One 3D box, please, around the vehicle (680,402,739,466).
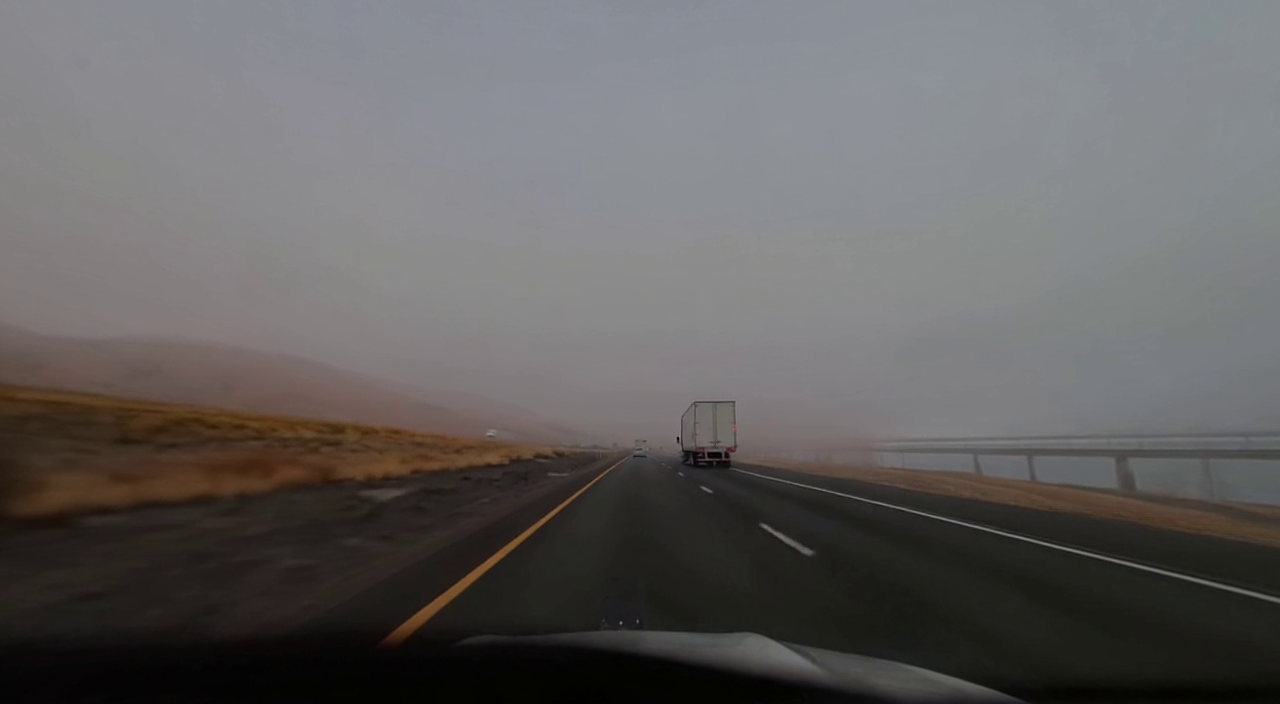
[{"bbox_3d":[4.808,6.212,46.566,3.035,4.005,13.454,0,-9,1],"label":"vehicle"}]
